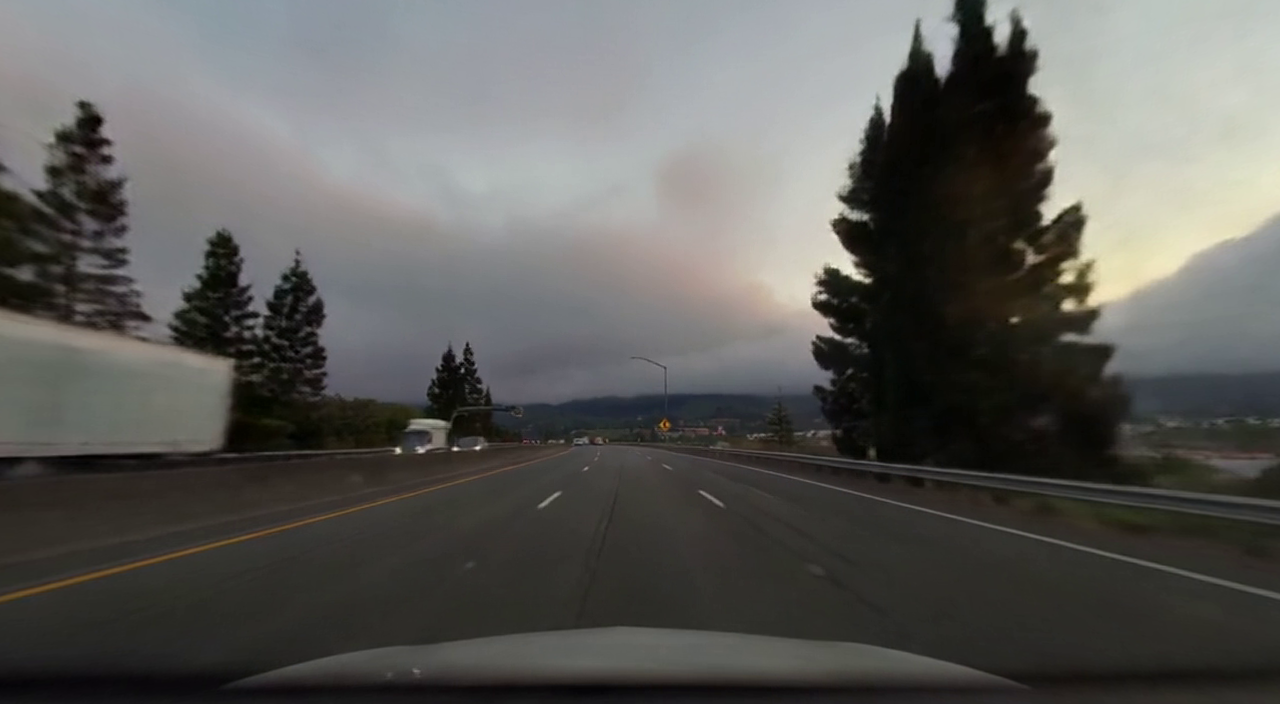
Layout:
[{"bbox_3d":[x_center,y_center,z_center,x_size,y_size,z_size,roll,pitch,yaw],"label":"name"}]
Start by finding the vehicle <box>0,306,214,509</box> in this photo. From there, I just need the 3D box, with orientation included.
[{"bbox_3d":[-14.519,1.012,11.935,2.894,4.120,14.675,0,-8,-1],"label":"vehicle"}]

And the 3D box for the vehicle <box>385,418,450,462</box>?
[{"bbox_3d":[-15.335,6.132,43.859,2.351,2.742,6.509,0,-8,-2],"label":"vehicle"}]

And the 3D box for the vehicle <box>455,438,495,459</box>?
[{"bbox_3d":[-12.104,7.111,46.494,1.978,1.484,3.953,0,-8,-2],"label":"vehicle"}]
